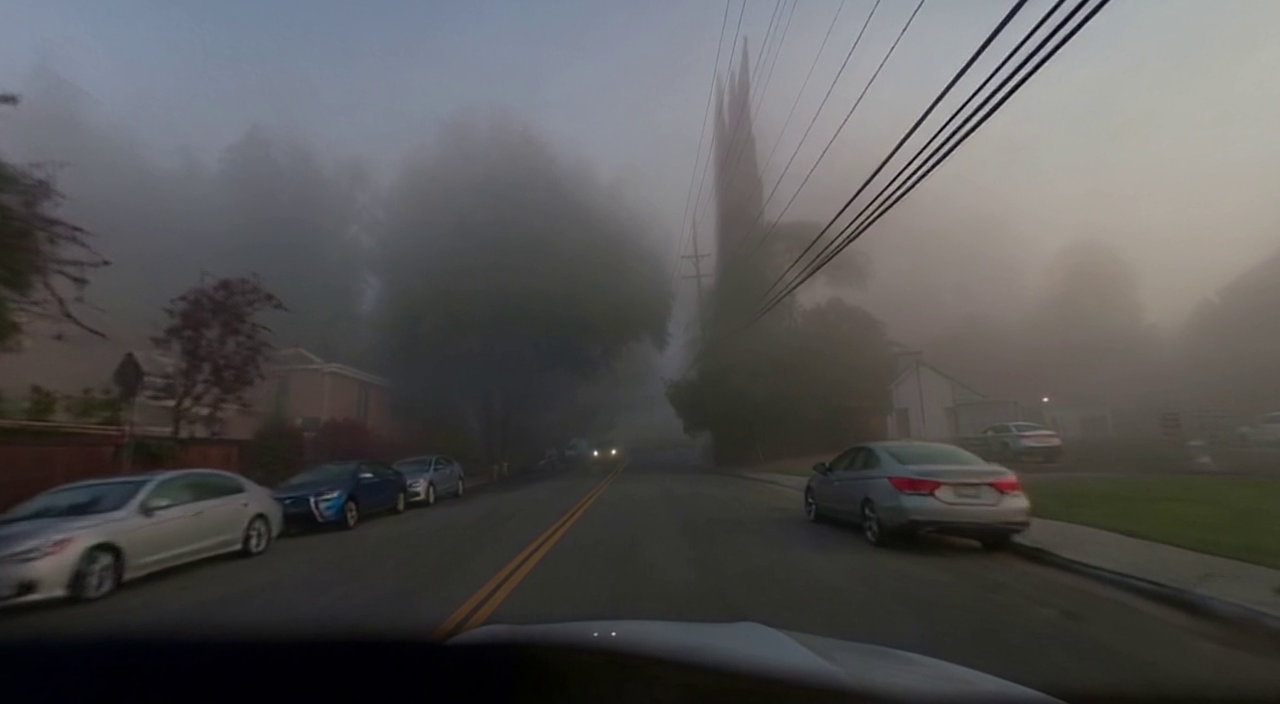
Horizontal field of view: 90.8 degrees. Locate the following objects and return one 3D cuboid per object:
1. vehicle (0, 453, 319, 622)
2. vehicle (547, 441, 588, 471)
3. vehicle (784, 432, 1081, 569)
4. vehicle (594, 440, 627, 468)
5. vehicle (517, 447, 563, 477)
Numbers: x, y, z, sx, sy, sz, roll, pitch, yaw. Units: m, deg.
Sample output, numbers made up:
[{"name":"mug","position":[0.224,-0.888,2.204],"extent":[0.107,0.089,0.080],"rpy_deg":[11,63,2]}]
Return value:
[{"name":"vehicle","position":[-6.111,2.137,8.191],"extent":[1.813,1.447,4.437],"rpy_deg":[-4,-8,-3]},{"name":"vehicle","position":[-5.669,8.197,49.936],"extent":[2.200,2.052,5.675],"rpy_deg":[-4,-9,2]},{"name":"vehicle","position":[3.778,2.004,9.436],"extent":[2.108,1.493,4.878],"rpy_deg":[0,-9,0]},{"name":"vehicle","position":[-2.257,8.009,49.709],"extent":[2.154,2.051,4.571],"rpy_deg":[-2,-9,3]},{"name":"vehicle","position":[-6.152,6.787,39.339],"extent":[2.055,1.666,4.168],"rpy_deg":[-2,-9,1]}]
